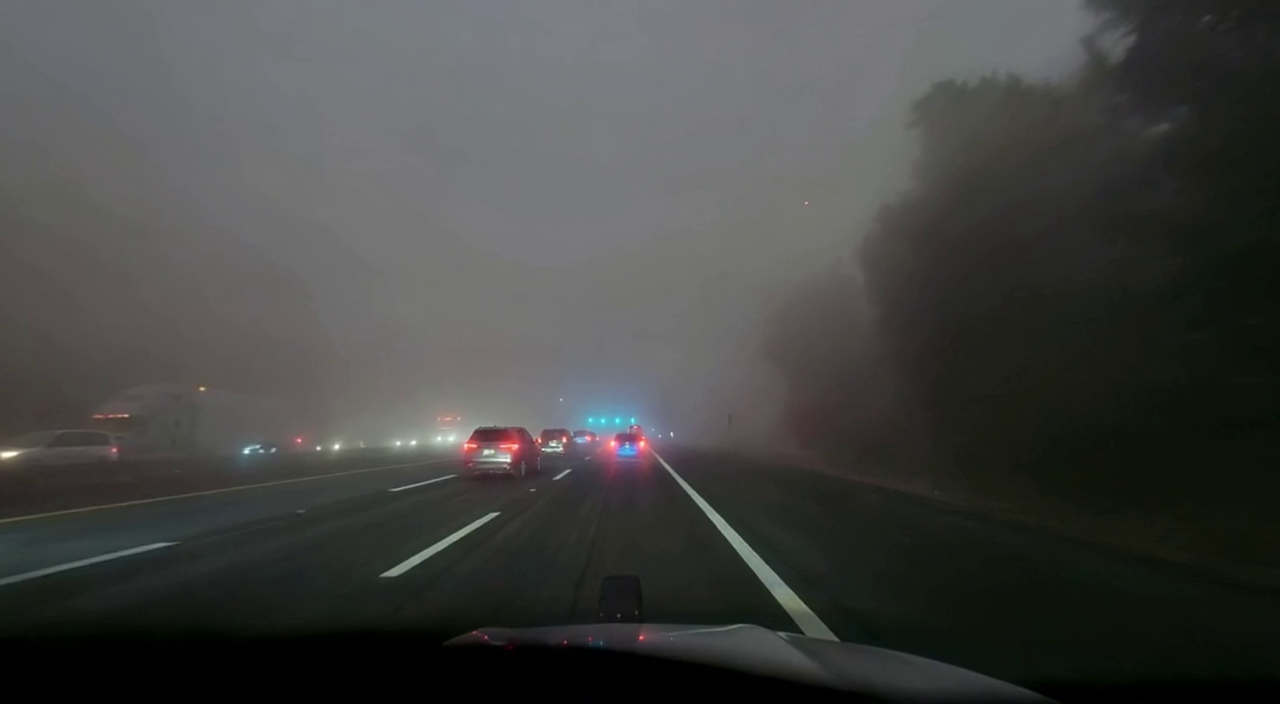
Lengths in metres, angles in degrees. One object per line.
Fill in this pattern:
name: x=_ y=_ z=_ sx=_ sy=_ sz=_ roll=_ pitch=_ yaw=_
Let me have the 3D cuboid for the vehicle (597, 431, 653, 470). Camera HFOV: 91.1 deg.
vehicle: x=-0.560 y=3.940 z=25.447 sx=2.070 sy=1.452 sz=3.834 roll=0 pitch=-8 yaw=0

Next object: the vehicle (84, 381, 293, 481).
vehicle: x=-15.994 y=2.912 z=23.071 sx=2.656 sy=3.091 sz=6.666 roll=0 pitch=-8 yaw=0

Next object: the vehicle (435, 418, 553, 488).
vehicle: x=-3.872 y=2.773 z=17.632 sx=2.154 sy=1.690 sz=4.595 roll=0 pitch=-8 yaw=1

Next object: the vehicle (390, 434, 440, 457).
vehicle: x=-15.684 y=6.496 z=44.058 sx=1.982 sy=1.516 sz=4.137 roll=0 pitch=-8 yaw=1

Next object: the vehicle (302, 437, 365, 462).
vehicle: x=-19.582 y=6.211 z=40.420 sx=1.864 sy=1.483 sz=4.219 roll=0 pitch=-8 yaw=1

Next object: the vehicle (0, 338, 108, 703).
vehicle: x=-3.839 y=0.575 z=1.068 sx=2.107 sy=1.703 sz=4.274 roll=0 pitch=-8 yaw=0
